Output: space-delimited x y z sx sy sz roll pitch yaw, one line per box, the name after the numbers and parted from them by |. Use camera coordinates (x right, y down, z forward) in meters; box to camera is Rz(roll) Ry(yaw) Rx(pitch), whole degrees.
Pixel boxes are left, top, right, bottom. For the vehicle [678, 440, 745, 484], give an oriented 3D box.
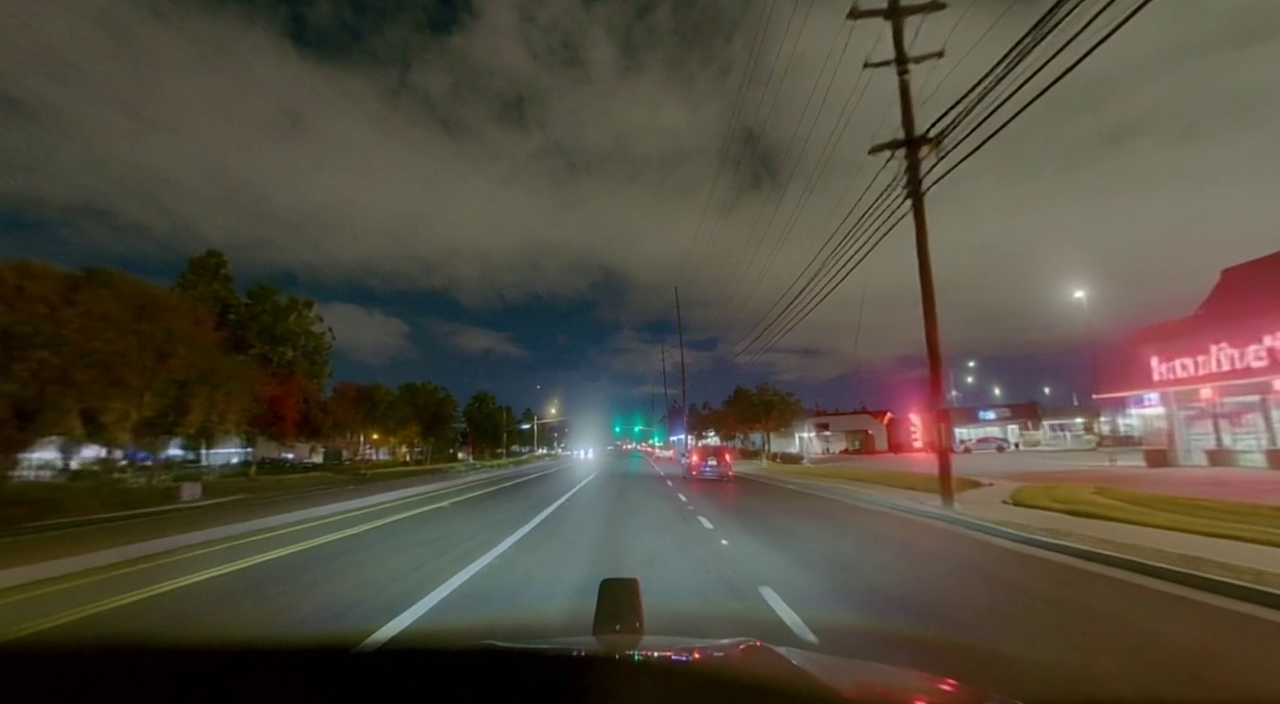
2.555 4.066 23.532 1.975 1.497 3.647 0 -9 -1 | vehicle
